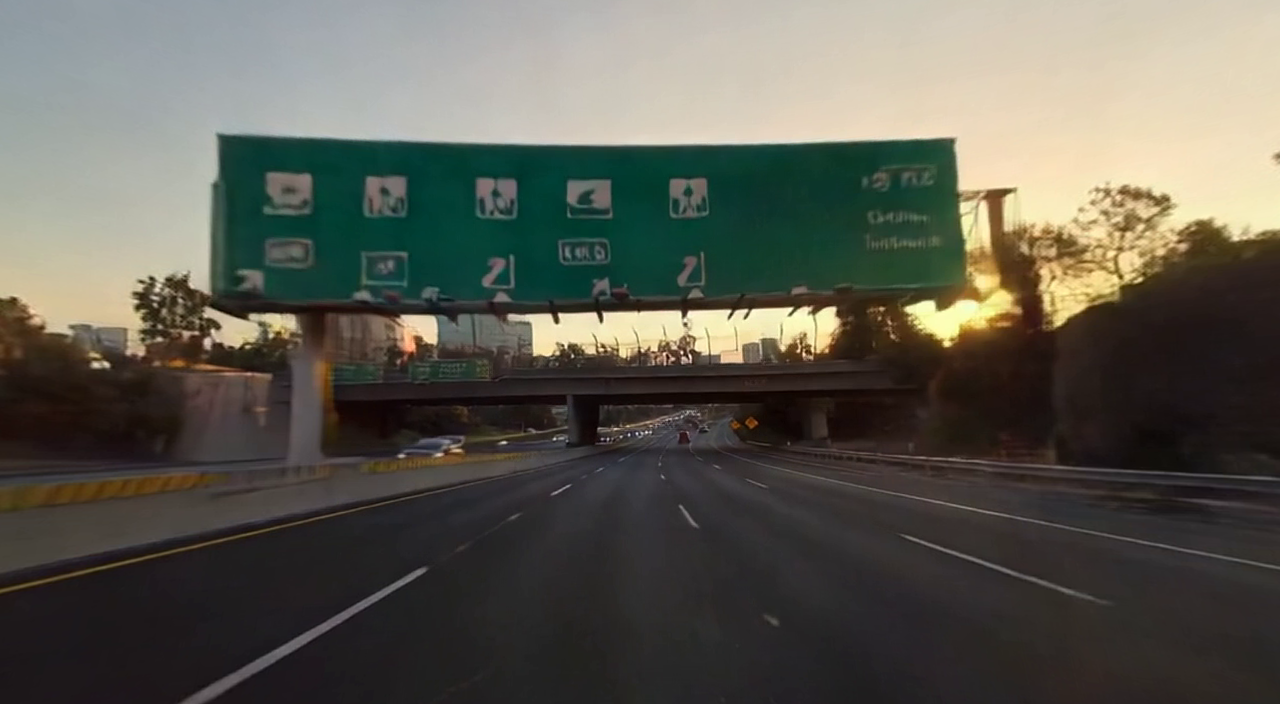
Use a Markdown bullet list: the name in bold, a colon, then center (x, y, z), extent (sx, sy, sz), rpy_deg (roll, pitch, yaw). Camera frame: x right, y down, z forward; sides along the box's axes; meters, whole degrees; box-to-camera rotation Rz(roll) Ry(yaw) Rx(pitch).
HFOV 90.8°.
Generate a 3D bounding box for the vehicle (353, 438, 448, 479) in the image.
- **vehicle**: center (-9.809, 4.390, 26.319), extent (2.101, 1.536, 4.532), rpy_deg (0, -8, 1)
